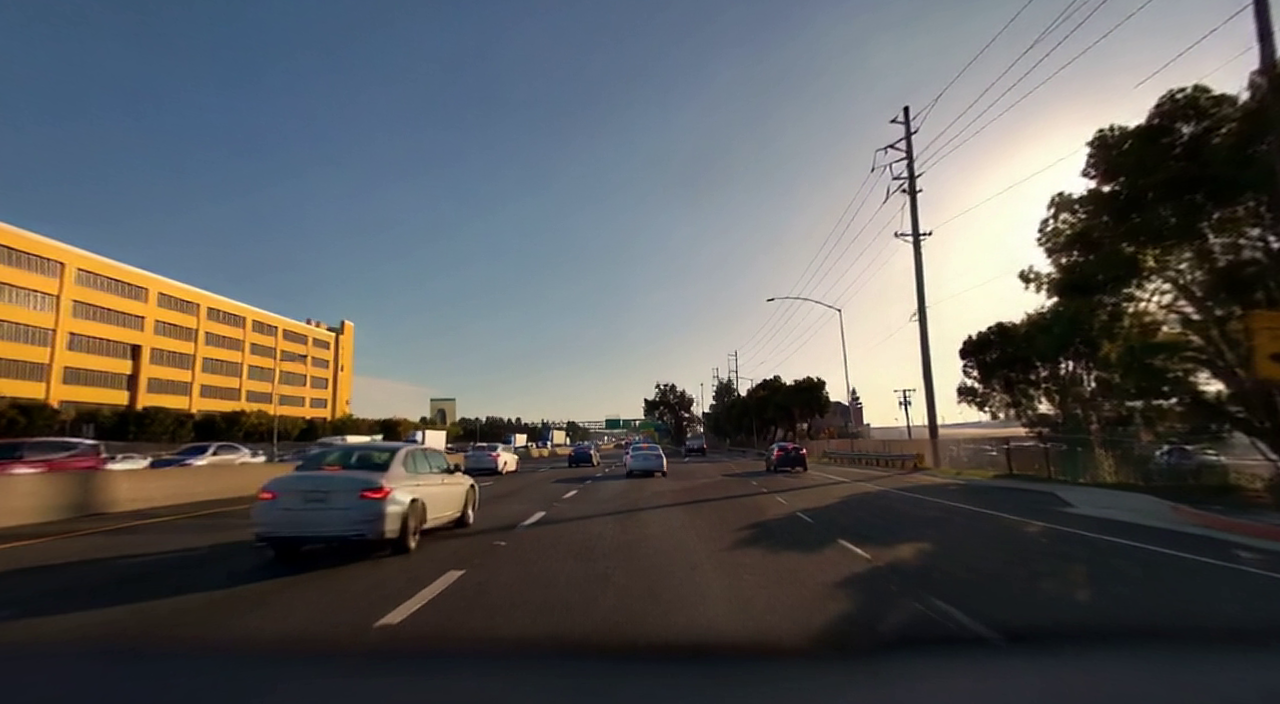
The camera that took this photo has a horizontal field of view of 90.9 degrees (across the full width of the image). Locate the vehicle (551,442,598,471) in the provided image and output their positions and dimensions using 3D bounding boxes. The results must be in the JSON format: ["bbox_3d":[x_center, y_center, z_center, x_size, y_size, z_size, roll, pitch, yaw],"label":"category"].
[{"bbox_3d":[-3.510,5.680,34.634,2.034,1.466,4.363,-1,-8,2],"label":"vehicle"}]

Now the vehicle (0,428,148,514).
[{"bbox_3d":[-12.874,2.384,12.835,1.988,1.576,4.561,-1,-8,0],"label":"vehicle"}]

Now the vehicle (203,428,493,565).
[{"bbox_3d":[-3.827,1.957,9.457,2.059,1.508,4.662,-1,-8,1],"label":"vehicle"}]

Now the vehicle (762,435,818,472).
[{"bbox_3d":[7.822,5.318,33.331,2.106,1.817,4.845,-1,-8,4],"label":"vehicle"}]

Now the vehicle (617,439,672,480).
[{"bbox_3d":[0.155,4.424,26.278,2.107,1.538,3.999,0,-8,0],"label":"vehicle"}]
